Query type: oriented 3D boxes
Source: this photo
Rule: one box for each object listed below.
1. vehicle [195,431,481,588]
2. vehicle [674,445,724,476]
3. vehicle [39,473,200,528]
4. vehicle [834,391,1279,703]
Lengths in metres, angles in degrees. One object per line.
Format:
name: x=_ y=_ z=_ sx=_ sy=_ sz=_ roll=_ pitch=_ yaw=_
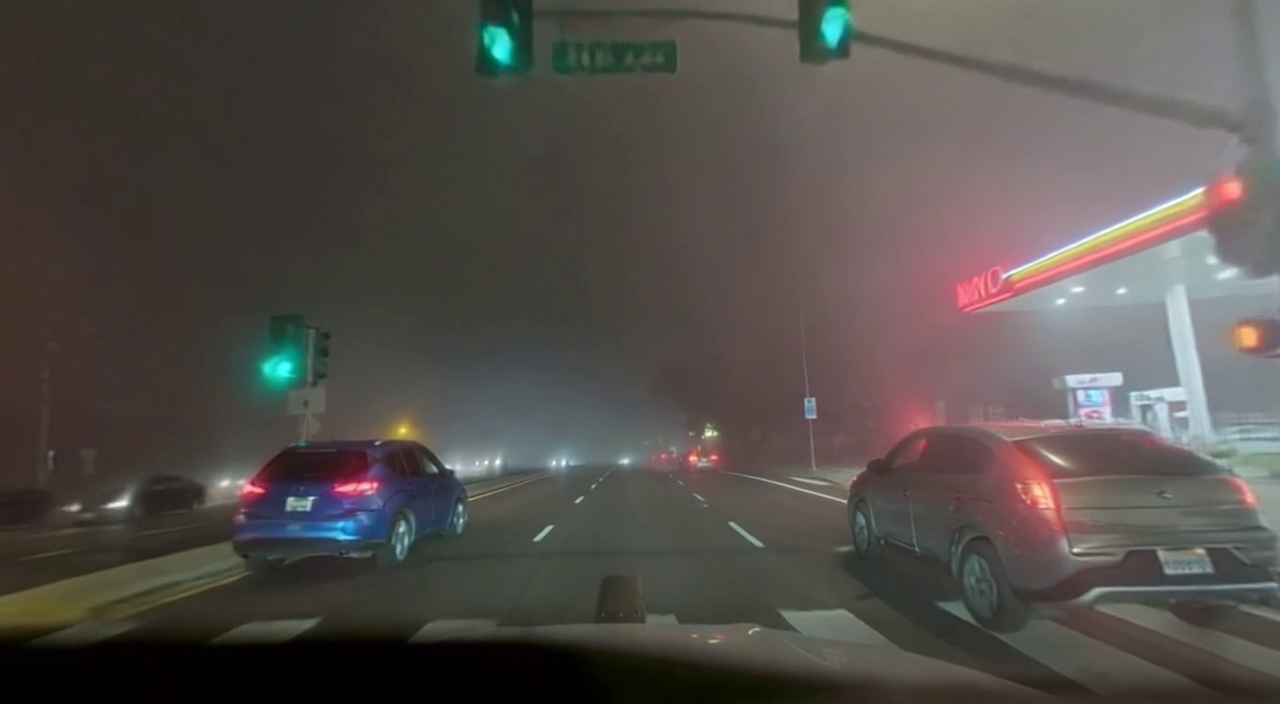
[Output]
vehicle: x=-3.685 y=1.955 z=8.713 sx=1.935 sy=1.617 sz=4.045 roll=0 pitch=-8 yaw=0
vehicle: x=3.366 y=6.246 z=36.700 sx=2.066 sy=1.699 sz=4.419 roll=0 pitch=-8 yaw=-5
vehicle: x=-17.768 y=5.045 z=21.904 sx=1.817 sy=1.483 sz=4.426 roll=0 pitch=-8 yaw=-1
vehicle: x=3.512 y=1.361 z=5.644 sx=2.085 sy=1.655 sz=4.459 roll=0 pitch=-8 yaw=-1
